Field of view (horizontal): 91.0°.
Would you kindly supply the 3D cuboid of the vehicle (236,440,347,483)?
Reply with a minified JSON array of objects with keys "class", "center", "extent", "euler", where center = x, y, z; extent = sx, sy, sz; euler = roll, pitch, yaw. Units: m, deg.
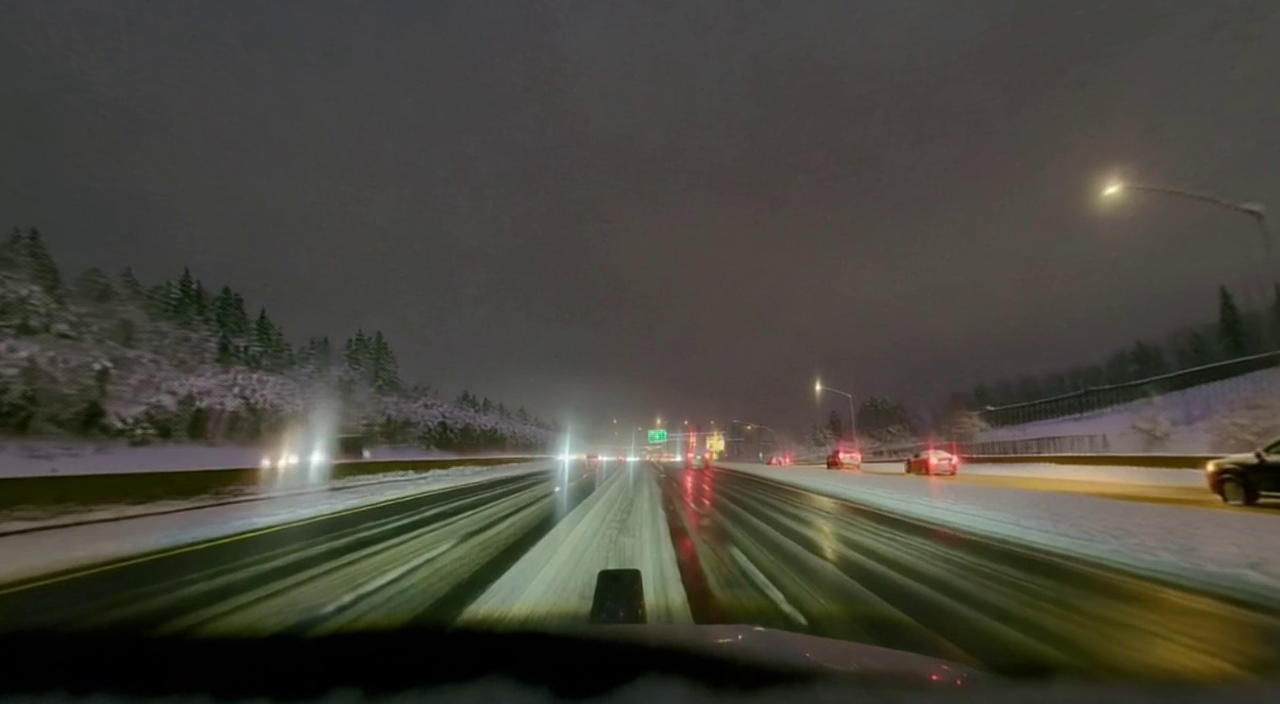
[{"class":"vehicle","center":[-14.763,4.651,27.041],"extent":[2.013,1.655,4.684],"euler":[0,-9,1]}]

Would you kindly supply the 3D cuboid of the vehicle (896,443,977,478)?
[{"class":"vehicle","center":[15.842,5.814,33.947],"extent":[2.116,1.754,4.727],"euler":[0,-9,2]}]

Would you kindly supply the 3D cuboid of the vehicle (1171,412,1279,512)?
[{"class":"vehicle","center":[15.156,2.332,13.273],"extent":[2.442,2.140,6.462],"euler":[0,-9,2]}]

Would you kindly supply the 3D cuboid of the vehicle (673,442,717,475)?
[{"class":"vehicle","center":[3.160,6.239,37.154],"extent":[2.147,1.794,4.538],"euler":[0,-9,-1]}]
